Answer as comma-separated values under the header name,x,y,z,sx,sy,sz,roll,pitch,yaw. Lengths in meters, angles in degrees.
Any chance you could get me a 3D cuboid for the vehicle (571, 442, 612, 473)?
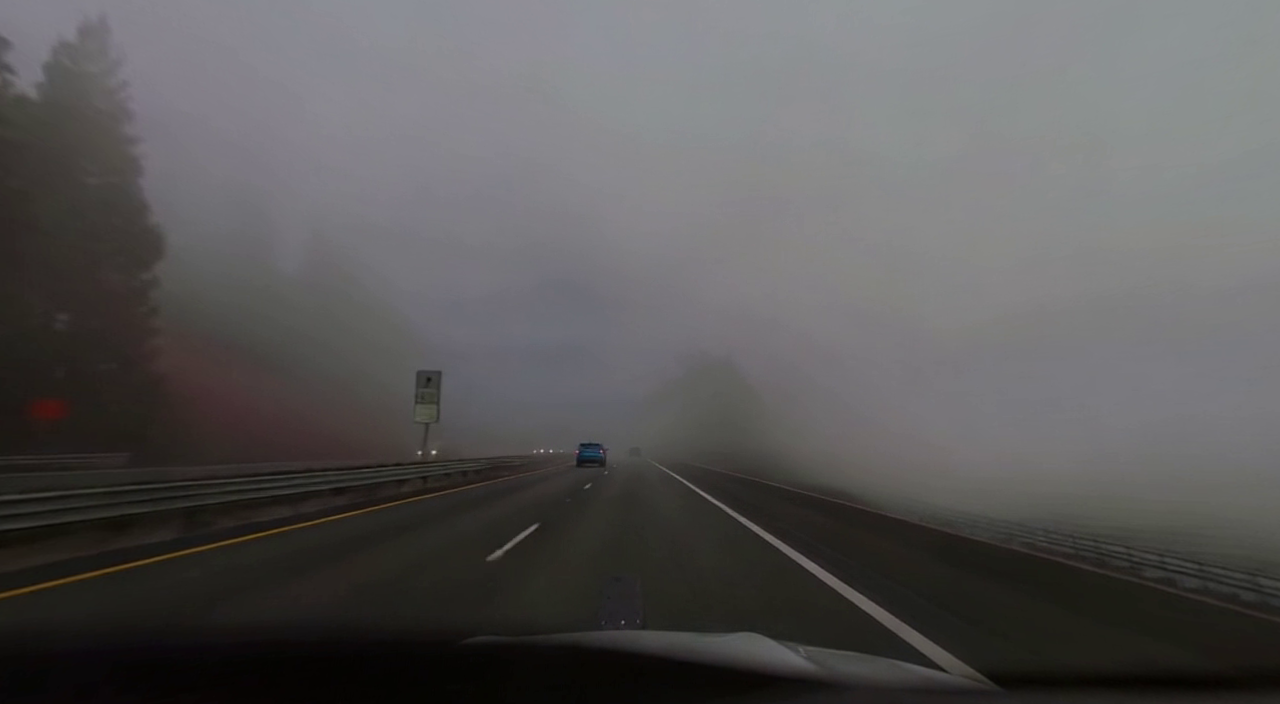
name,x,y,z,sx,sy,sz,roll,pitch,yaw
vehicle,-2.960,6.574,39.429,2.135,1.755,4.476,0,-9,0
